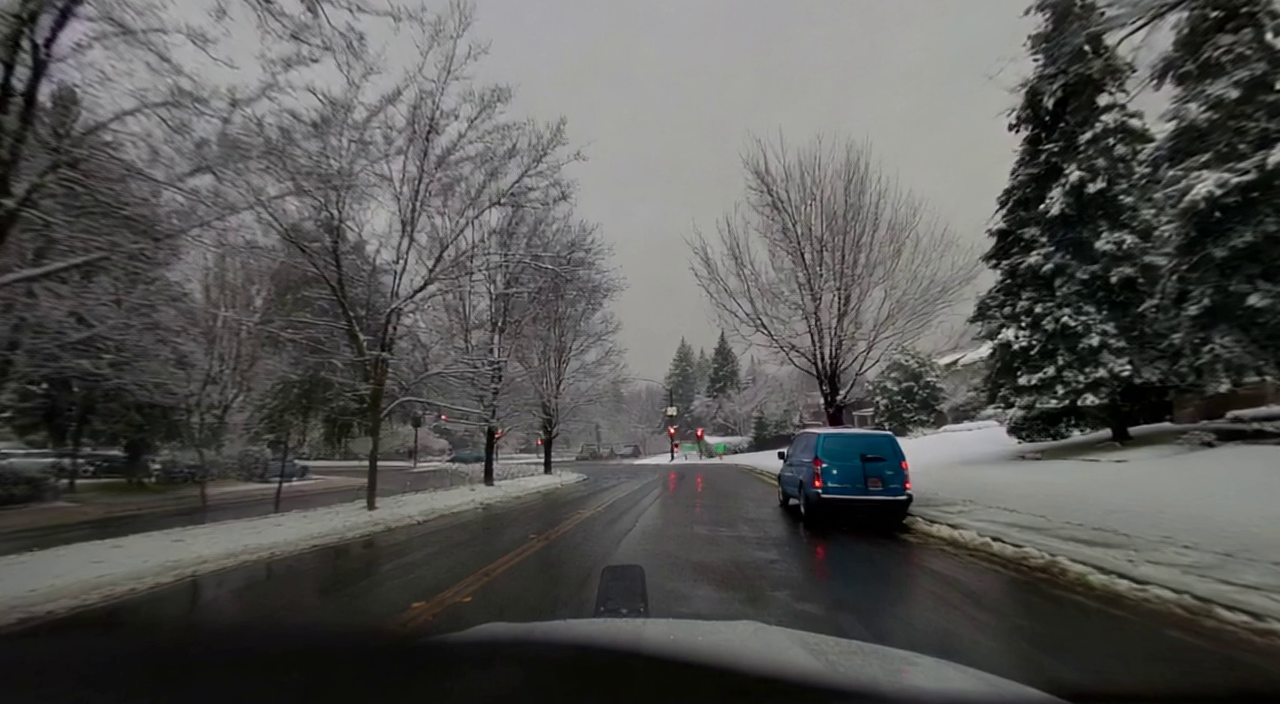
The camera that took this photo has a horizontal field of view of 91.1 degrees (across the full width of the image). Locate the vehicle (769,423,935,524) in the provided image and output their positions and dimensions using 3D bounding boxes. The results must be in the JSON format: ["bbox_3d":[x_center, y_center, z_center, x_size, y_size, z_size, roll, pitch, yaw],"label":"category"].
[{"bbox_3d":[4.426,2.621,14.100,2.323,1.849,4.691,0,-9,3],"label":"vehicle"}]
